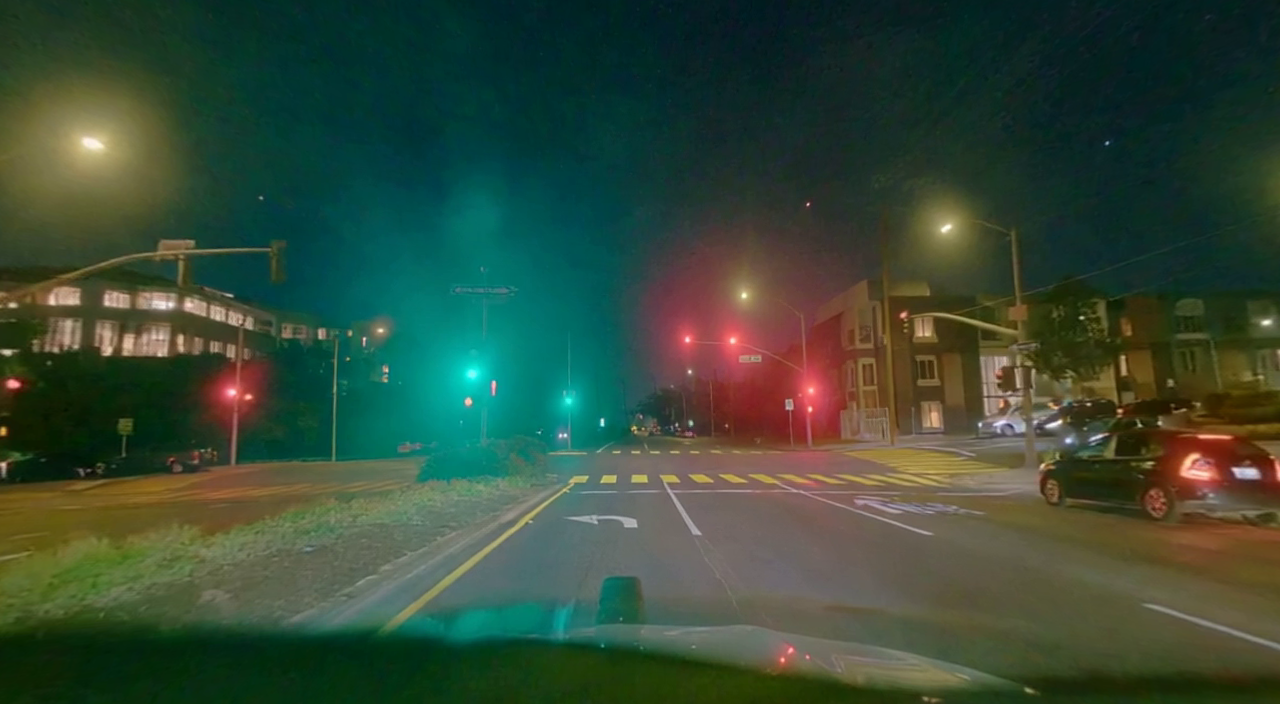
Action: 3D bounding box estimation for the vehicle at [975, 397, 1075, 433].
[{"bbox_3d":[22.029,3.577,36.233,4.531,1.753,1.964,-2,-2,-5],"label":"vehicle"}]

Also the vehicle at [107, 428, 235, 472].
[{"bbox_3d":[-26.132,5.473,35.344,5.229,2.299,2.366,0,-8,1],"label":"vehicle"}]

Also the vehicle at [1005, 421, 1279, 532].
[{"bbox_3d":[9.525,2.290,12.279,1.998,1.725,4.564,0,-8,-1],"label":"vehicle"}]
